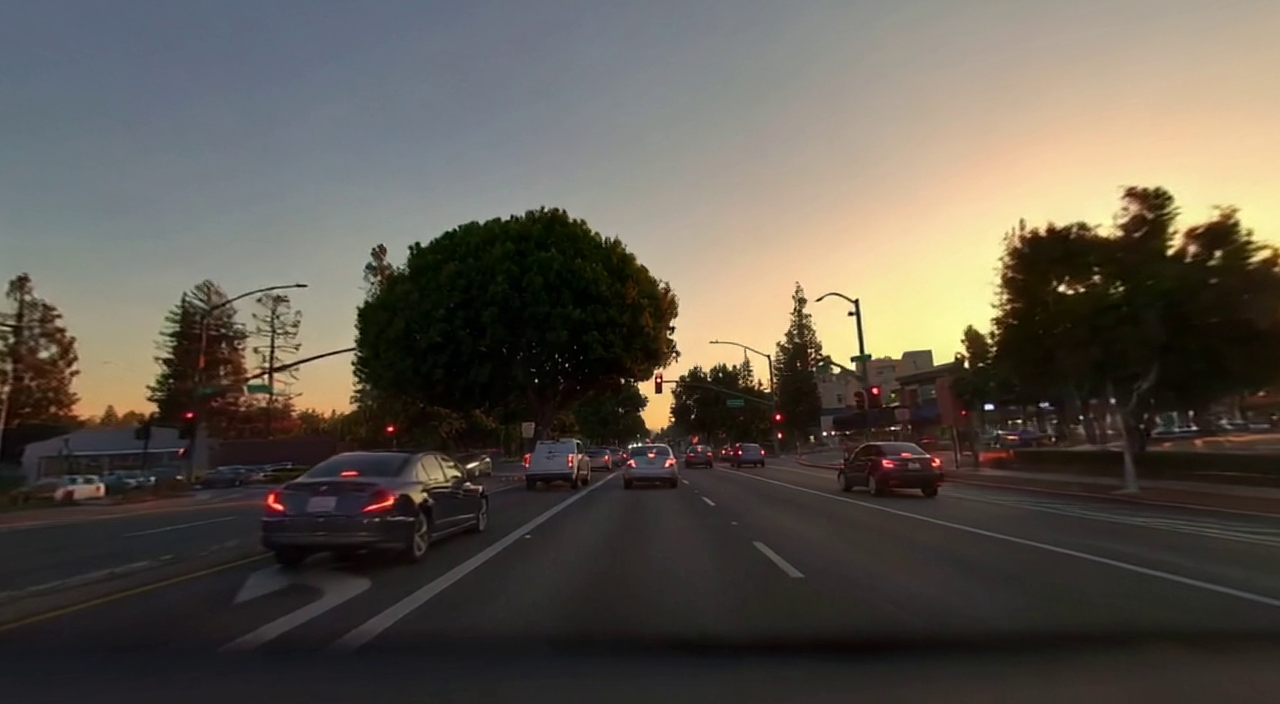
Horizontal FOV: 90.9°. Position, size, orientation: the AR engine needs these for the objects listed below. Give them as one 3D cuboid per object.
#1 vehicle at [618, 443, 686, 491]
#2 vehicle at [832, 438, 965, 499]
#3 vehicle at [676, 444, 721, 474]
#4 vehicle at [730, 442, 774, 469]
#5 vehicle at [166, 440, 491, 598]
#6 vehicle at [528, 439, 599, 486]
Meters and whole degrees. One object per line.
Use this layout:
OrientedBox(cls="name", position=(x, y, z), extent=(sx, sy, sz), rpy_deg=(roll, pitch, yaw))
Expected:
OrientedBox(cls="vehicle", position=(0.366, 3.851, 21.456), extent=(2.096, 1.473, 3.893), rpy_deg=(0, -8, 0))
OrientedBox(cls="vehicle", position=(7.165, 3.242, 18.057), extent=(1.892, 1.515, 4.400), rpy_deg=(0, -8, 0))
OrientedBox(cls="vehicle", position=(3.049, 5.713, 33.880), extent=(1.988, 1.528, 4.144), rpy_deg=(0, -8, 0))
OrientedBox(cls="vehicle", position=(7.393, 6.851, 41.927), extent=(2.044, 1.701, 4.397), rpy_deg=(0, -8, -1))
OrientedBox(cls="vehicle", position=(-3.489, 1.911, 8.235), extent=(1.938, 1.472, 4.399), rpy_deg=(0, -8, 1))
OrientedBox(cls="vehicle", position=(-2.916, 4.319, 25.032), extent=(2.219, 1.699, 4.090), rpy_deg=(0, -8, 1))
